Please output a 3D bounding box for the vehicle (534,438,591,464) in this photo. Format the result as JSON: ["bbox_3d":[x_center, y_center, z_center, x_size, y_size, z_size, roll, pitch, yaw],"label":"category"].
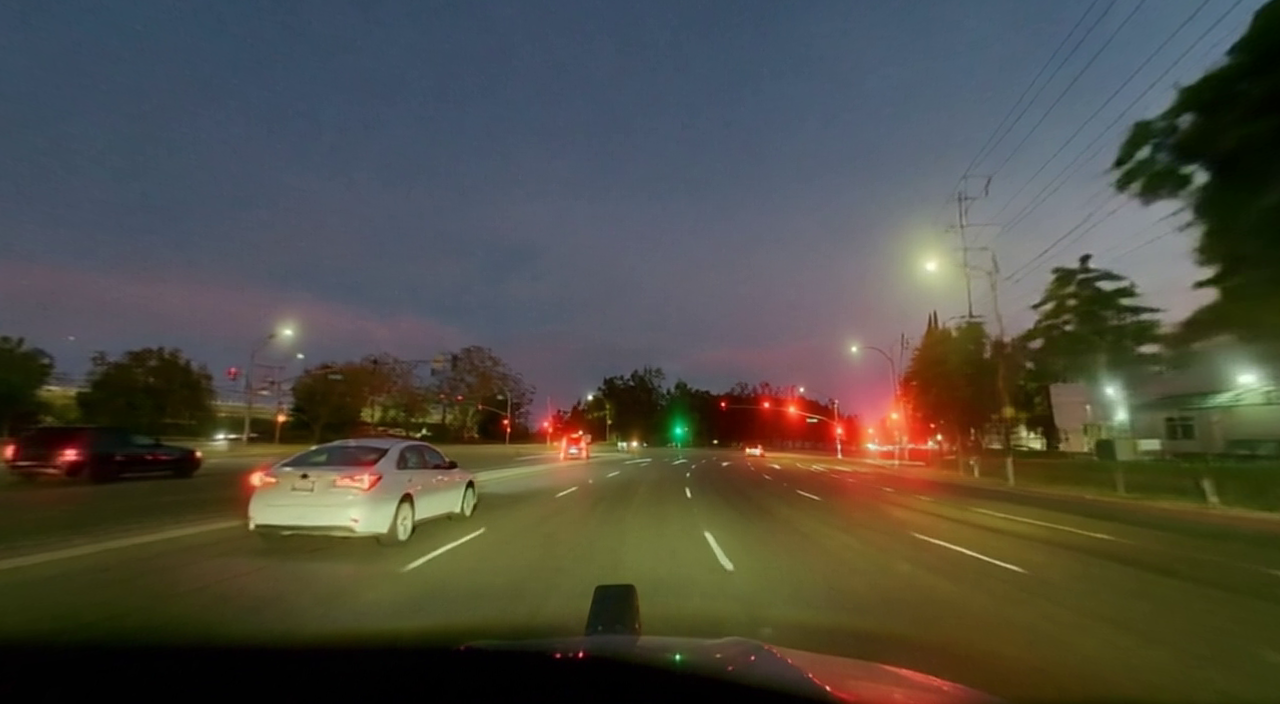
[{"bbox_3d":[-4.757,6.177,39.524,2.080,1.495,5.242,-1,-9,10],"label":"vehicle"}]

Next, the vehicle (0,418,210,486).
[{"bbox_3d":[-13.524,2.535,16.116,1.984,1.488,4.258,0,-9,2],"label":"vehicle"}]

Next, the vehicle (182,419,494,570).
[{"bbox_3d":[-3.474,1.716,8.379,1.934,1.463,4.220,0,-9,2],"label":"vehicle"}]
